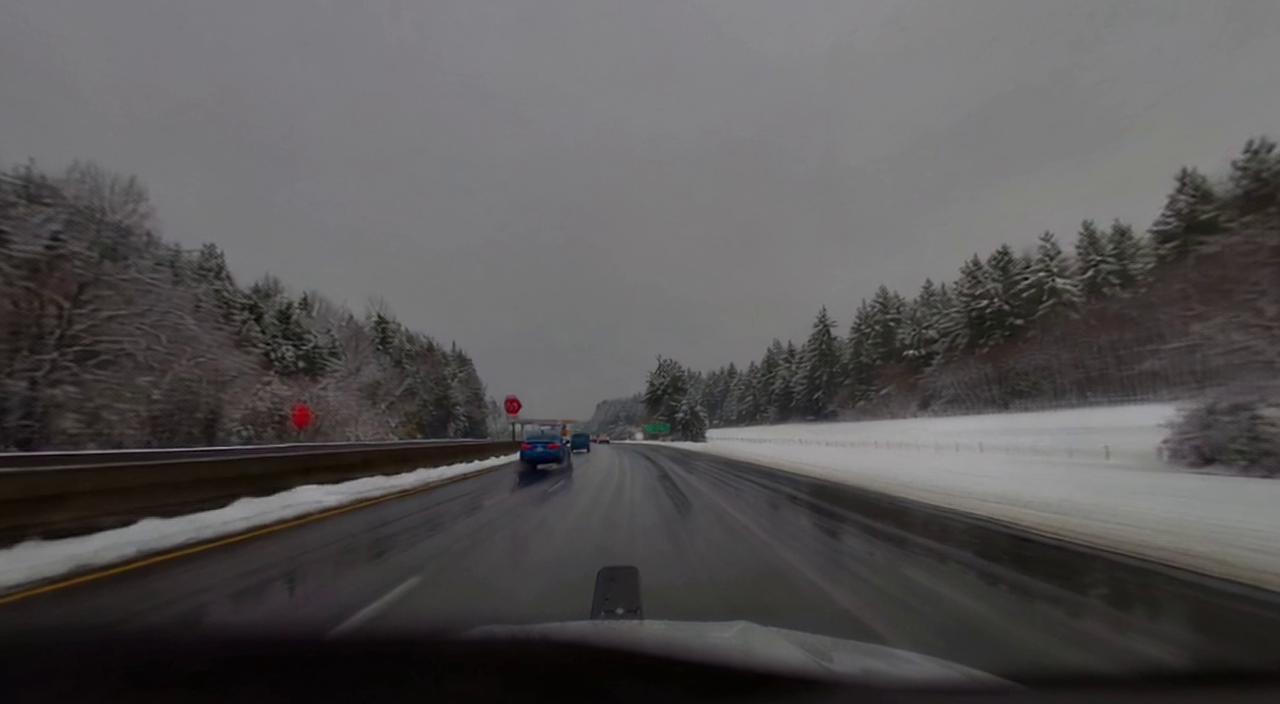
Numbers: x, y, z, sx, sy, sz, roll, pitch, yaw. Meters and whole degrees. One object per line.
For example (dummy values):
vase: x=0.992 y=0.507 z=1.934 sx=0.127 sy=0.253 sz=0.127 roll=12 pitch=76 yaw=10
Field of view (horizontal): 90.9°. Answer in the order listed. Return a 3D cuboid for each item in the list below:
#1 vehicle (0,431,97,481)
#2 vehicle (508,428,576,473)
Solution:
vehicle: x=-19.259 y=3.119 z=19.087 sx=1.892 sy=1.435 sz=4.234 roll=0 pitch=-7 yaw=-1
vehicle: x=-3.846 y=3.914 z=25.497 sx=2.047 sy=1.612 sz=4.631 roll=0 pitch=-7 yaw=-1
